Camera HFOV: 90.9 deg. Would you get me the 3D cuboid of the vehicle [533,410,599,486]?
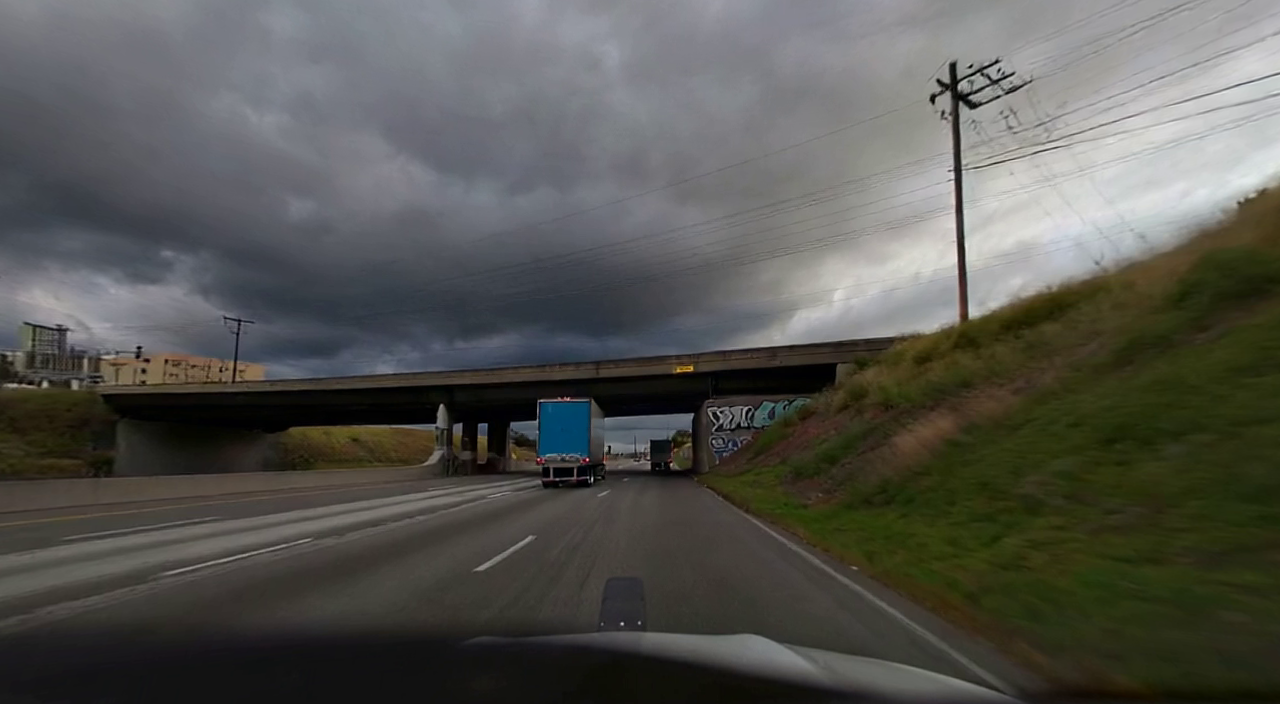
[{"bbox_3d":[-4.242,5.801,38.192,2.955,4.022,8.842,0,-9,0],"label":"vehicle"}]
